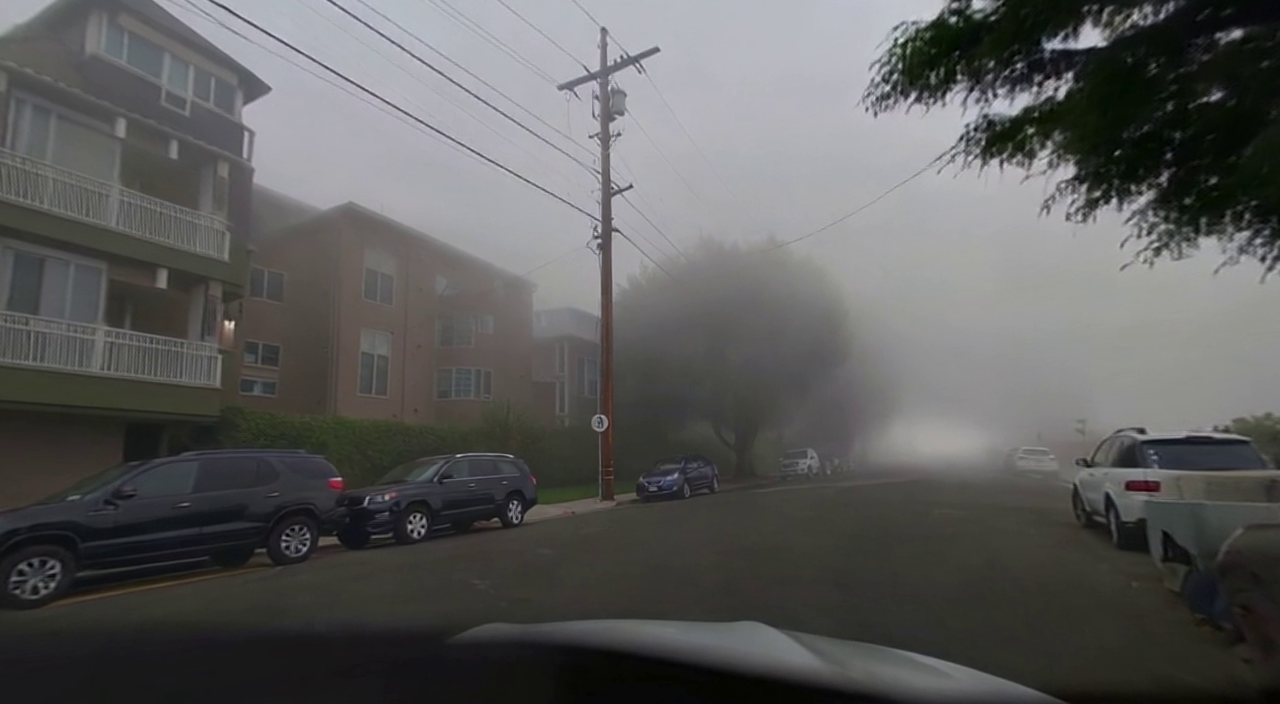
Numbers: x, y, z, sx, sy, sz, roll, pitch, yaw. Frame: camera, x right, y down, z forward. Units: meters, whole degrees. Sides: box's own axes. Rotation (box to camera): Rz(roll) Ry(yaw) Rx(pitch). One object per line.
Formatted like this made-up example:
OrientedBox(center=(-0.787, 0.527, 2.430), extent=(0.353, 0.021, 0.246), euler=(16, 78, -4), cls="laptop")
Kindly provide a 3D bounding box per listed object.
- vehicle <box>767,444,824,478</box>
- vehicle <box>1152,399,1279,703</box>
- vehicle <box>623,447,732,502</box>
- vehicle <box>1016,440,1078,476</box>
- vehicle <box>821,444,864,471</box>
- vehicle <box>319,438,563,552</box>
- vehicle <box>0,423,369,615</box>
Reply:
OrientedBox(center=(9.063, 6.256, 36.557), extent=(2.011, 1.801, 4.676), euler=(-5, -10, 28), cls="vehicle")
OrientedBox(center=(3.741, 0.925, 2.338), extent=(2.030, 1.535, 4.683), euler=(-5, -10, 29), cls="vehicle")
OrientedBox(center=(1.493, 4.434, 23.230), extent=(2.017, 1.582, 4.664), euler=(-12, -13, 28), cls="vehicle")
OrientedBox(center=(18.596, 4.824, 29.022), extent=(1.964, 1.515, 4.055), euler=(-5, -9, 28), cls="vehicle")
OrientedBox(center=(15.305, 7.985, 47.583), extent=(1.953, 1.699, 4.234), euler=(-11, -16, 29), cls="vehicle")
OrientedBox(center=(-3.766, 2.810, 12.825), extent=(2.068, 1.745, 4.579), euler=(-11, -14, 25), cls="vehicle")
OrientedBox(center=(-6.344, 2.045, 8.197), extent=(1.973, 1.848, 5.100), euler=(-12, -13, 25), cls="vehicle")
